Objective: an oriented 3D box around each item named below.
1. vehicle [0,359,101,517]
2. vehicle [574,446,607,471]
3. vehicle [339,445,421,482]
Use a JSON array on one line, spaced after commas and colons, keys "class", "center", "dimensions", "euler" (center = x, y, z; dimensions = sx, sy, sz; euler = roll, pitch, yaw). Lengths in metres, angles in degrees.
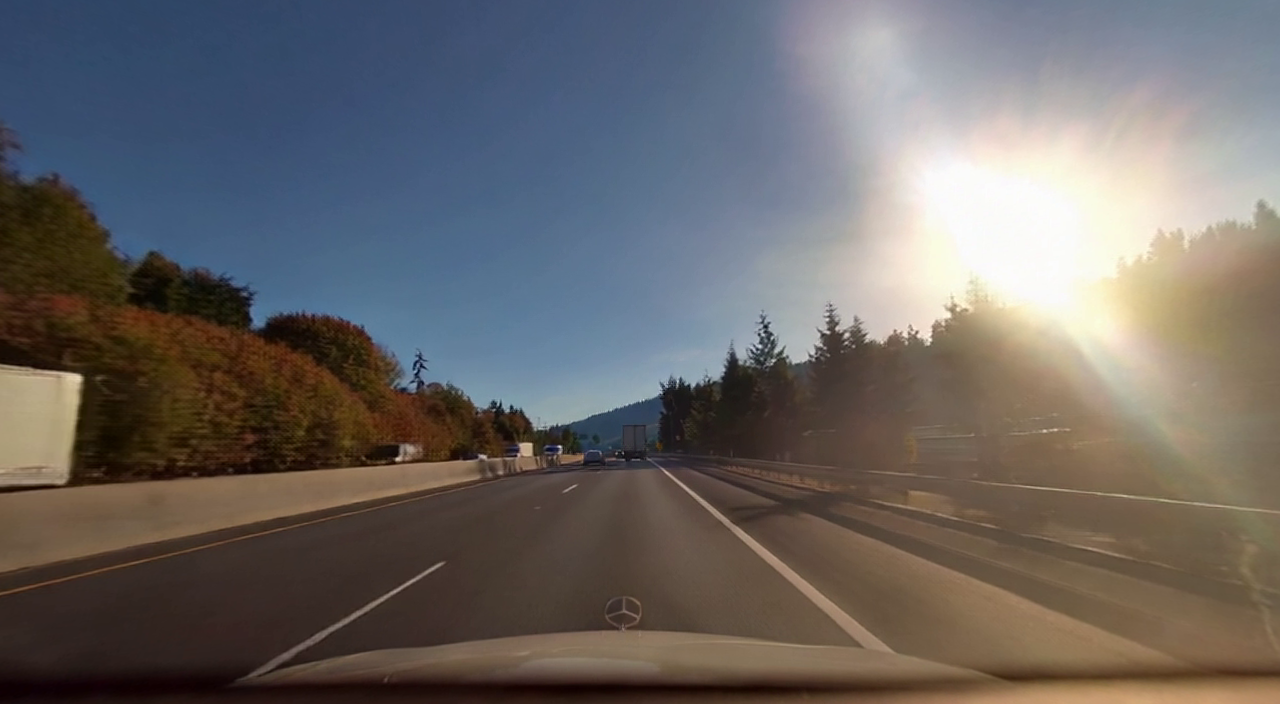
[{"class": "vehicle", "center": [-17.345, 1.467, 11.461], "dimensions": [2.995, 3.876, 13.745], "euler": [0, -9, 0]}, {"class": "vehicle", "center": [-3.523, 7.730, 45.840], "dimensions": [2.081, 1.682, 4.425], "euler": [0, -9, 0]}, {"class": "vehicle", "center": [-13.084, 5.630, 32.155], "dimensions": [2.129, 1.728, 4.816], "euler": [0, -9, 0]}]
